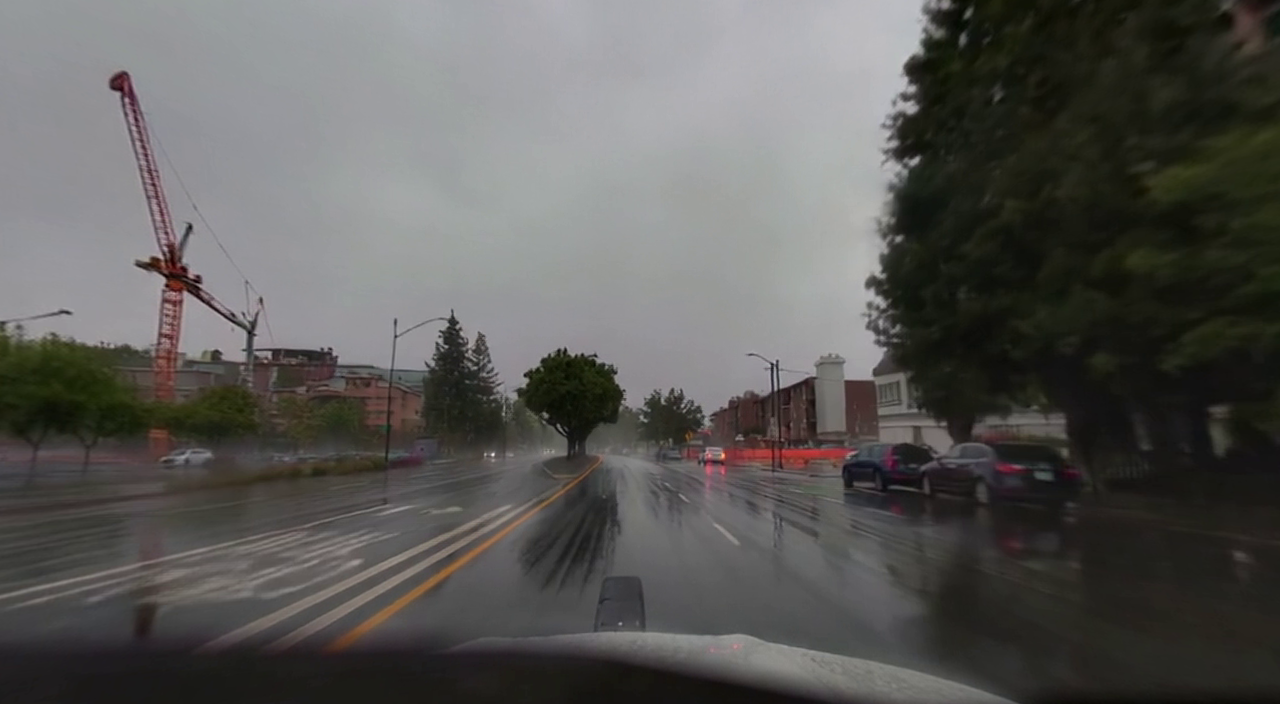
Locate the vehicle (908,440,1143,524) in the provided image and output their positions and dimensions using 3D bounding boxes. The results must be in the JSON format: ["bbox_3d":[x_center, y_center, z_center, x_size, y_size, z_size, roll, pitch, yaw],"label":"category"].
[{"bbox_3d":[7.898,2.669,13.661,1.946,1.472,4.753,0,-9,-2],"label":"vehicle"}]

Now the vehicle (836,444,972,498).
[{"bbox_3d":[7.849,3.545,19.362,2.079,1.442,4.406,0,-9,-3],"label":"vehicle"}]
